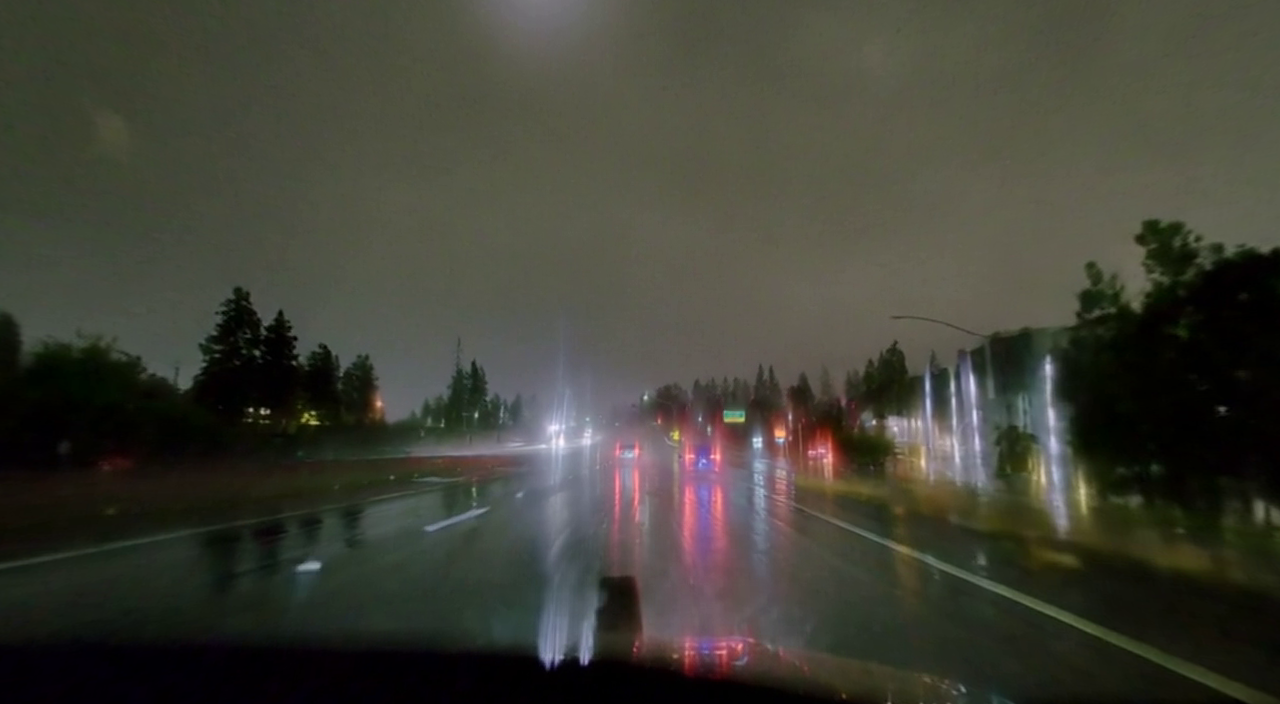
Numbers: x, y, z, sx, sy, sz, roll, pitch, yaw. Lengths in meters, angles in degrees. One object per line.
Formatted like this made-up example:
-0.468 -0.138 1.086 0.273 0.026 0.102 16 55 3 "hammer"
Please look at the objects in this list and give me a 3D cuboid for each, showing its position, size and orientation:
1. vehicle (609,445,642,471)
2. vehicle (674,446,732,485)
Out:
-0.984 7.519 45.087 2.127 1.692 4.382 0 -9 2 "vehicle"
2.605 4.833 27.389 2.029 1.528 4.644 0 -9 0 "vehicle"
